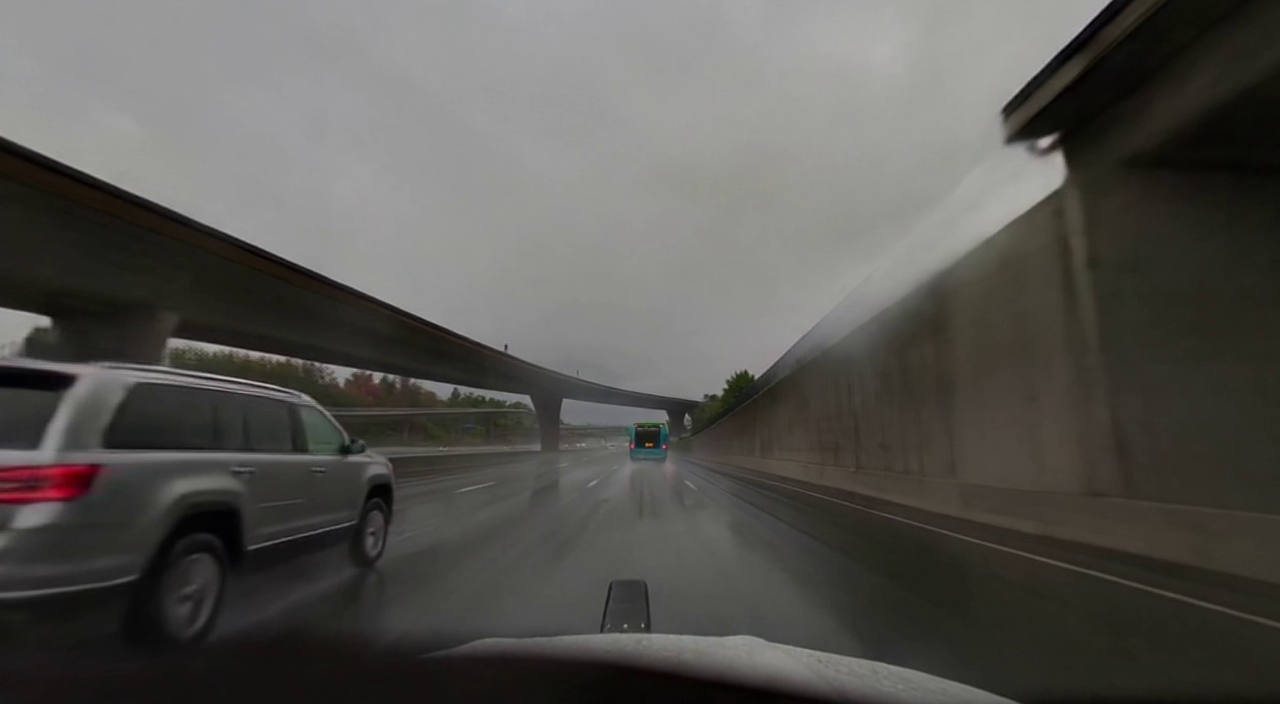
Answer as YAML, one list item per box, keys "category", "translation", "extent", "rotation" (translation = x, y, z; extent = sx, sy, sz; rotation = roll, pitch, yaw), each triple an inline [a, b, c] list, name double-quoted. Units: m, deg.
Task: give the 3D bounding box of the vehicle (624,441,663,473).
- category: "vehicle"
  translation: [0.184, 5.926, 35.812]
  extent: [2.052, 1.711, 4.223]
  rotation: [0, -9, 0]

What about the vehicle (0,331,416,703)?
- category: "vehicle"
  translation: [-4.005, 1.200, 5.687]
  extent: [2.147, 1.918, 4.834]
  rotation: [0, -9, 0]
